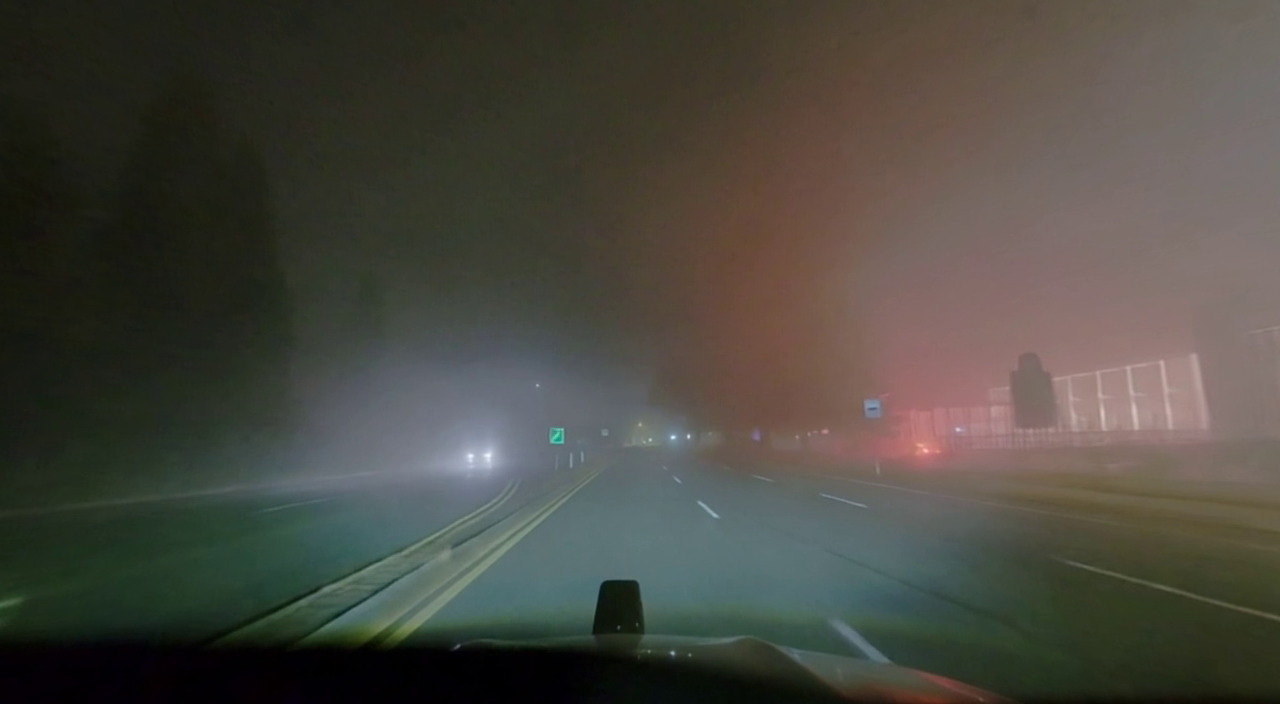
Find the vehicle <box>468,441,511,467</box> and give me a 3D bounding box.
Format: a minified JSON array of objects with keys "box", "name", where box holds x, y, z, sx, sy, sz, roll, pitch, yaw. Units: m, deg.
[{"box":[-10.675,7.262,45.115,1.923,1.702,4.387,0,-8,1],"name":"vehicle"}]
